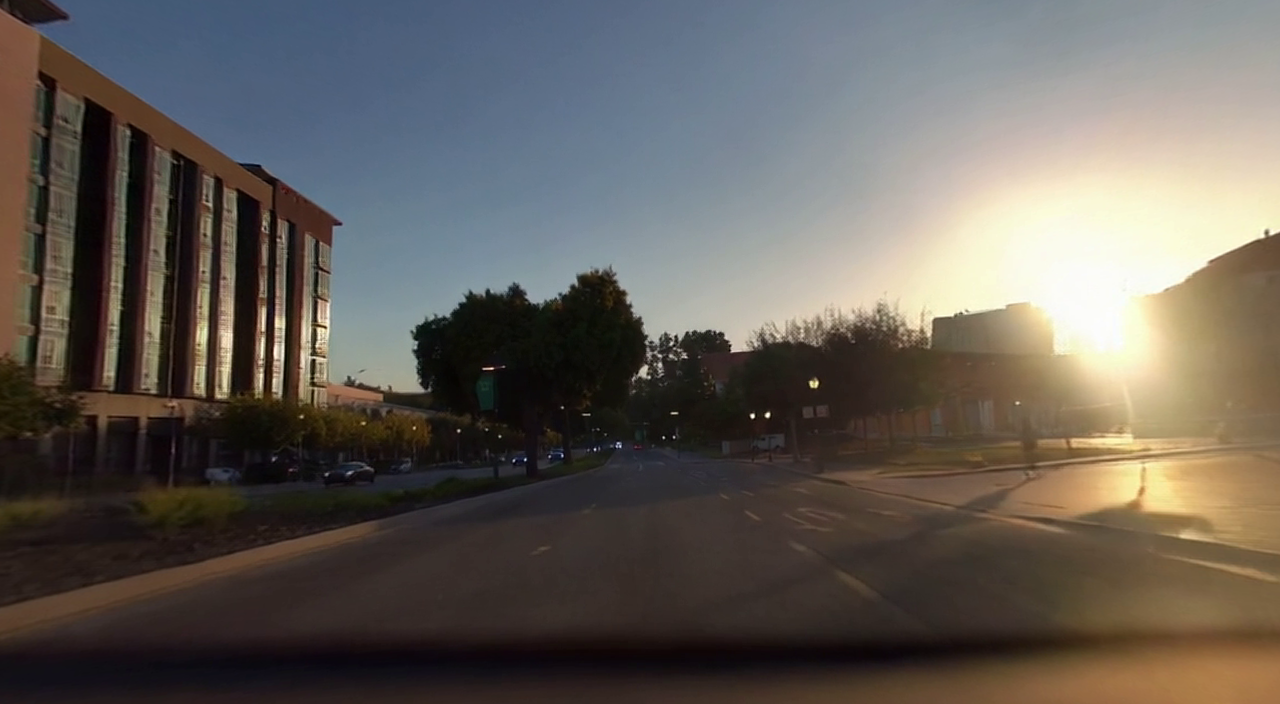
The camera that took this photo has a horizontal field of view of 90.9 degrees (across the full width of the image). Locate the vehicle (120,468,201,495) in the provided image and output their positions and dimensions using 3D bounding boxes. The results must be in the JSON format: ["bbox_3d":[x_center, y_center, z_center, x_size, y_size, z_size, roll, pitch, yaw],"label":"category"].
[{"bbox_3d":[-31.129,8.406,41.095,1.799,1.473,4.490,0,-8,-1],"label":"vehicle"}]

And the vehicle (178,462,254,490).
[{"bbox_3d":[-31.091,9.067,46.381,2.073,1.772,4.793,-1,-8,3],"label":"vehicle"}]

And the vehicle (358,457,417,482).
[{"bbox_3d":[-17.120,7.974,42.962,1.878,1.492,4.648,-1,-8,4],"label":"vehicle"}]
